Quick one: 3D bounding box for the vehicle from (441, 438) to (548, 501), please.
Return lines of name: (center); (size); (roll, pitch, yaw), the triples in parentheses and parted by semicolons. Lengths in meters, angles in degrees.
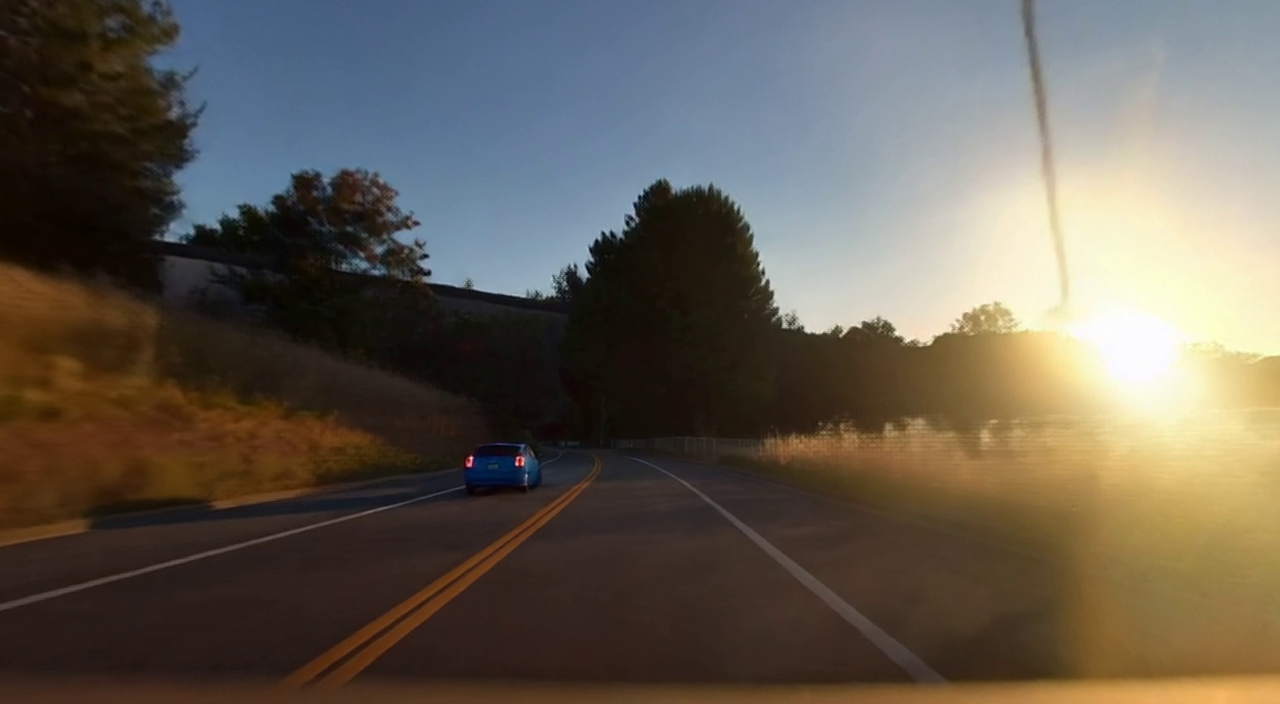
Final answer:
vehicle: (-3.891, 3.215, 17.755); (1.968, 1.503, 4.443); (0, -8, 0)
